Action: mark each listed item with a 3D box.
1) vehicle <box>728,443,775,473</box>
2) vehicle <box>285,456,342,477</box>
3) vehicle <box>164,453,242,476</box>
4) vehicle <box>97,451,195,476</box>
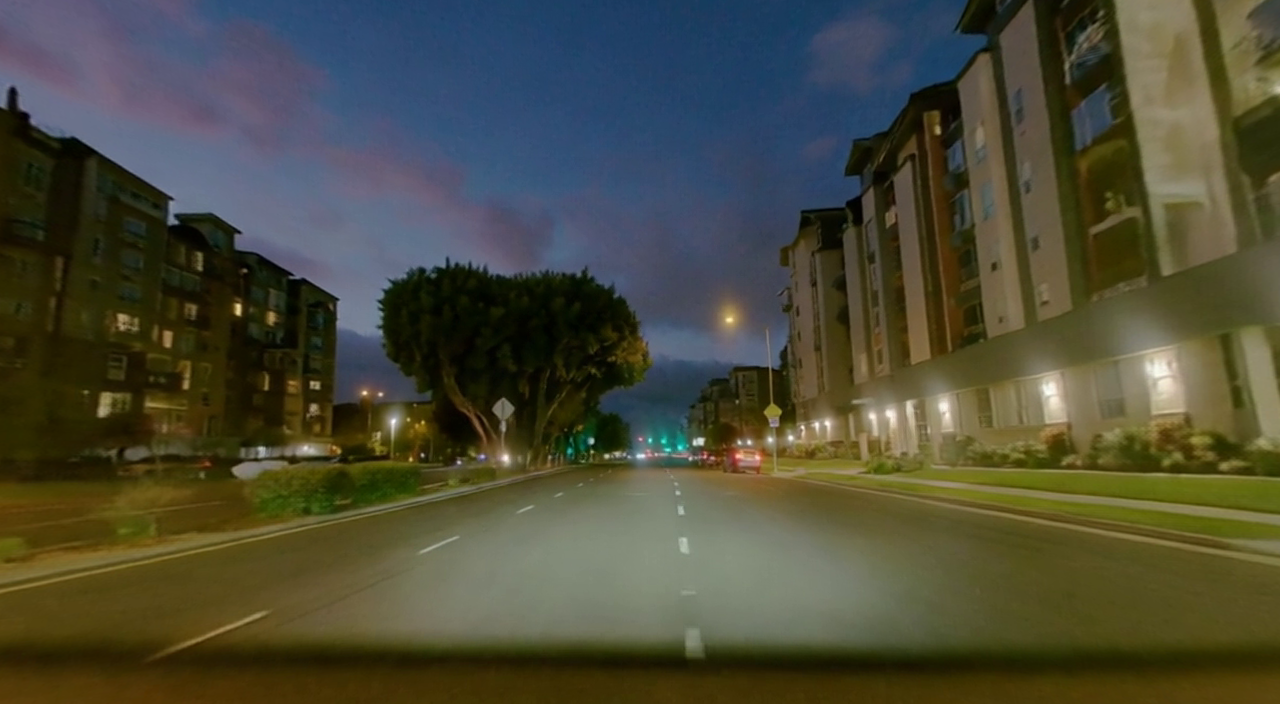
[{"bbox_3d":[7.329,7.021,41.961,2.241,1.877,4.810,0,-9,0],"label":"vehicle"},{"bbox_3d":[-25.500,8.958,49.358,1.931,1.427,4.578,0,-9,2],"label":"vehicle"},{"bbox_3d":[-32.183,8.258,46.395,1.836,1.533,4.324,-8,-12,44],"label":"vehicle"},{"bbox_3d":[-32.970,7.407,42.073,2.023,1.567,4.818,-8,-12,44],"label":"vehicle"}]
